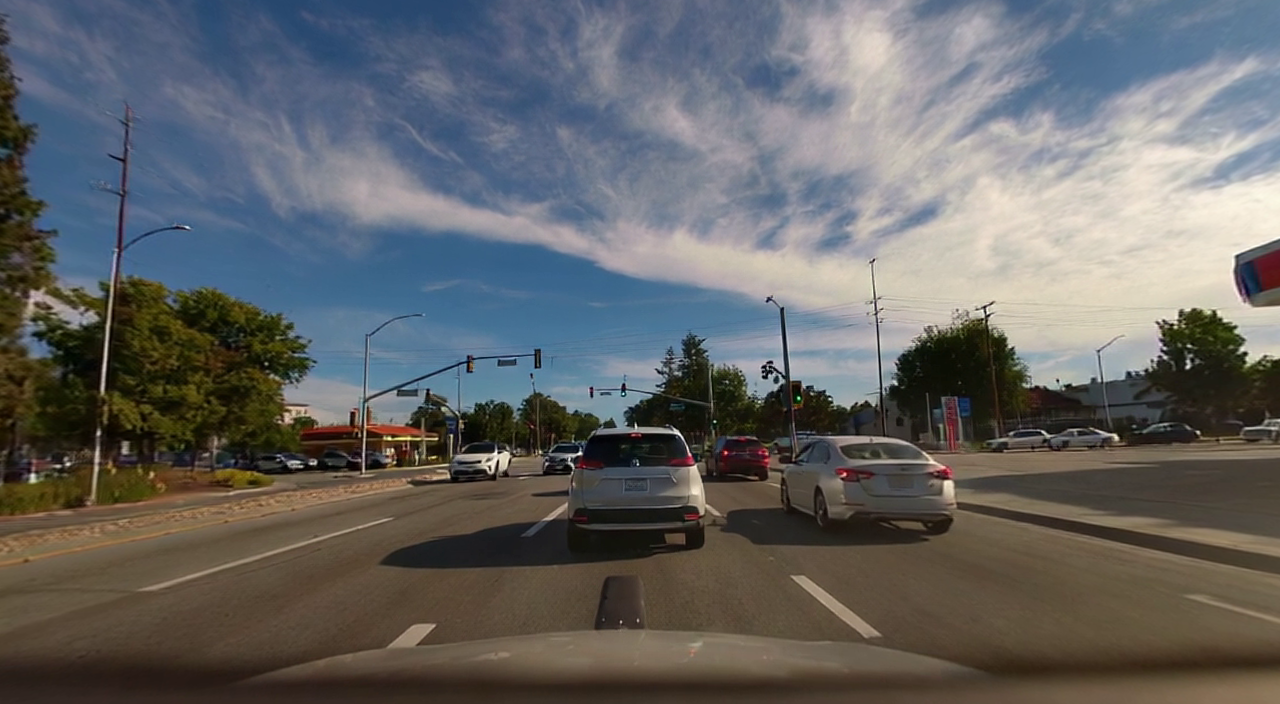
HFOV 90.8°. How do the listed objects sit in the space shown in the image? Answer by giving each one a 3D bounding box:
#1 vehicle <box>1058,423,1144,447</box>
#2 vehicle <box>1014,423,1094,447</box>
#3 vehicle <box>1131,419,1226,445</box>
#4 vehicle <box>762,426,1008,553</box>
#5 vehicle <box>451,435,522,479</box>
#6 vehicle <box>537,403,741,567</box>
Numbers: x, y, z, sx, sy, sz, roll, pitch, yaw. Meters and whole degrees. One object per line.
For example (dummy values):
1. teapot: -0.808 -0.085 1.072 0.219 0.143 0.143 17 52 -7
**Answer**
1. vehicle: 32.533 5.903 44.696 4.452 1.605 1.845 -2 -9 9
2. vehicle: 31.415 6.346 48.042 4.616 1.711 1.897 -2 -9 9
3. vehicle: 39.547 5.929 46.509 4.834 1.808 2.006 -2 -9 9
4. vehicle: 3.314 1.937 9.662 1.904 1.472 4.358 0 -8 -2
5. vehicle: -6.498 4.492 27.329 1.994 1.695 4.471 0 -8 -1
6. vehicle: -0.087 1.694 8.716 2.164 1.718 3.881 0 -8 -2
